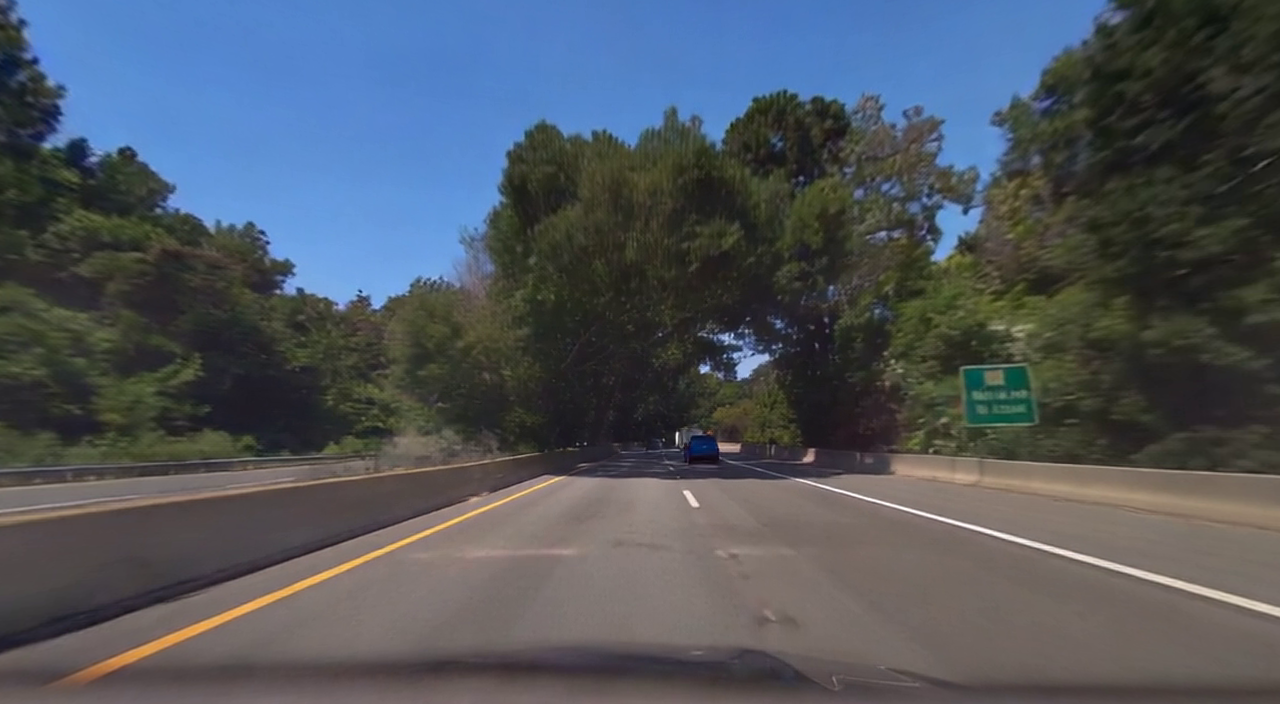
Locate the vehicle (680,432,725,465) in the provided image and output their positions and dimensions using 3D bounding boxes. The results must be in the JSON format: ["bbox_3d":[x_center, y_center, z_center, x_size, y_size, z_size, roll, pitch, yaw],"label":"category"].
[{"bbox_3d":[3.325,5.270,34.396,2.022,1.663,4.245,0,-8,0],"label":"vehicle"}]
